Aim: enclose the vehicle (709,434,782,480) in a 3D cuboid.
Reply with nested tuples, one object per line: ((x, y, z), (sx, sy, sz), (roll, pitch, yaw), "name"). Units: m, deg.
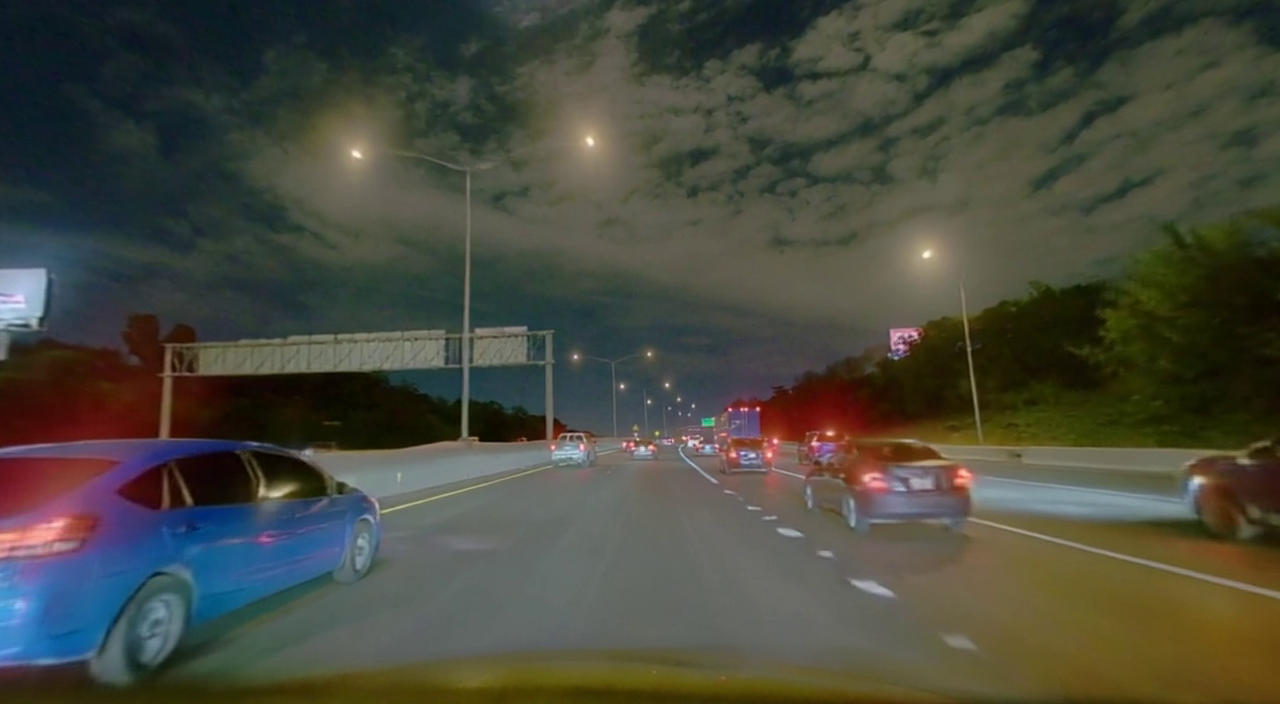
((3.768, 3.834, 23.276), (1.933, 1.492, 4.125), (0, -8, 0), "vehicle")

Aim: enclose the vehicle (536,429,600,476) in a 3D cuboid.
((-2.877, 4.127, 26.141), (2.006, 1.741, 4.277), (-1, -8, 2), "vehicle")

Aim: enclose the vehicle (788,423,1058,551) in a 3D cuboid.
((3.918, 1.954, 9.895), (1.999, 1.482, 4.743), (0, -8, 0), "vehicle")

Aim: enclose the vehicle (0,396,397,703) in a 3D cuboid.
((-3.649, 1.230, 4.644), (1.914, 1.476, 4.416), (-1, -8, 1), "vehicle")
